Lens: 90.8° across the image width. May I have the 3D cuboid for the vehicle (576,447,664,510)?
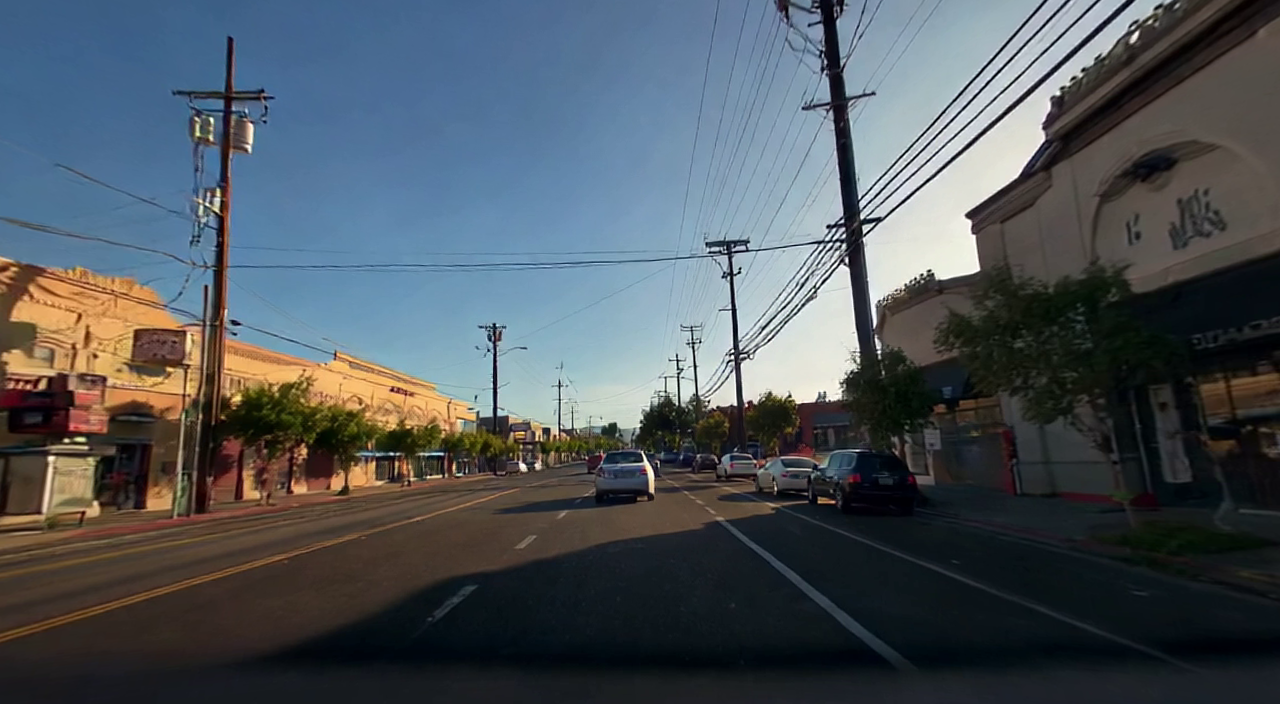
[{"bbox_3d":[-0.475,3.369,17.350,2.116,1.479,3.980,0,-8,0],"label":"vehicle"}]

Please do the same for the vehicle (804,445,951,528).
[{"bbox_3d":[5.129,2.912,14.235,1.779,1.592,3.740,0,-9,-1],"label":"vehicle"}]

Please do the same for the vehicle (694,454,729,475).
[{"bbox_3d":[5.234,8.340,47.011,1.987,1.459,4.677,0,-8,-1],"label":"vehicle"}]

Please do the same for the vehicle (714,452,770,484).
[{"bbox_3d":[5.314,6.103,33.582,2.108,1.471,4.948,0,-9,-1],"label":"vehicle"}]

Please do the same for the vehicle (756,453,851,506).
[{"bbox_3d":[5.013,3.943,20.016,1.761,1.413,4.272,0,-8,-1],"label":"vehicle"}]
